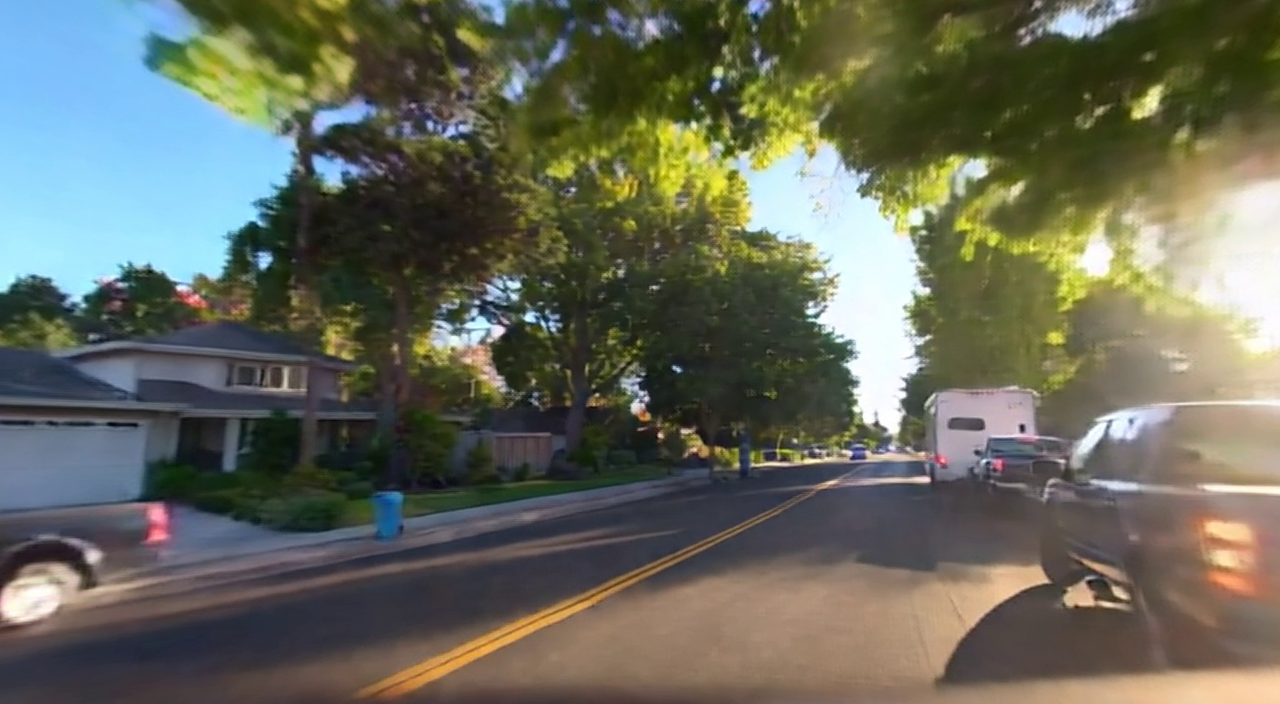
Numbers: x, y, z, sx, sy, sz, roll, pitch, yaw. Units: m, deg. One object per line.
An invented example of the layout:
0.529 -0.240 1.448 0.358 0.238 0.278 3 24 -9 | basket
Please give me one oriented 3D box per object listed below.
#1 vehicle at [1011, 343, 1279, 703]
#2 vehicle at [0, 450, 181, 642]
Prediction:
4.504 1.140 4.790 2.182 1.785 5.726 -2 -7 24 | vehicle
-6.370 1.487 4.467 1.816 1.489 4.653 -3 -9 23 | vehicle
